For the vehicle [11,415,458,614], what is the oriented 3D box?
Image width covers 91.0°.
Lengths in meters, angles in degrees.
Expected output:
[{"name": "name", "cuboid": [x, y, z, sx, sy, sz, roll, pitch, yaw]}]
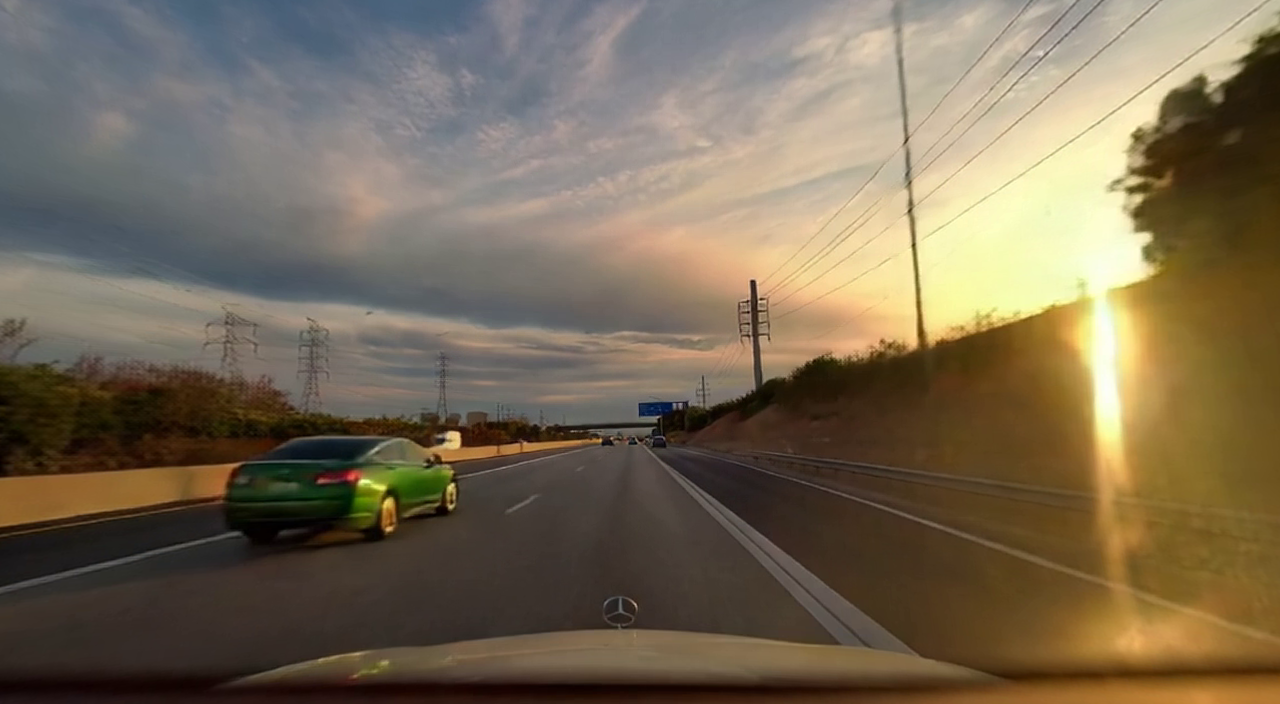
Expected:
[{"name": "vehicle", "cuboid": [-3.882, 1.614, 7.412, 2.016, 1.543, 4.870, 0, -8, 0]}]
